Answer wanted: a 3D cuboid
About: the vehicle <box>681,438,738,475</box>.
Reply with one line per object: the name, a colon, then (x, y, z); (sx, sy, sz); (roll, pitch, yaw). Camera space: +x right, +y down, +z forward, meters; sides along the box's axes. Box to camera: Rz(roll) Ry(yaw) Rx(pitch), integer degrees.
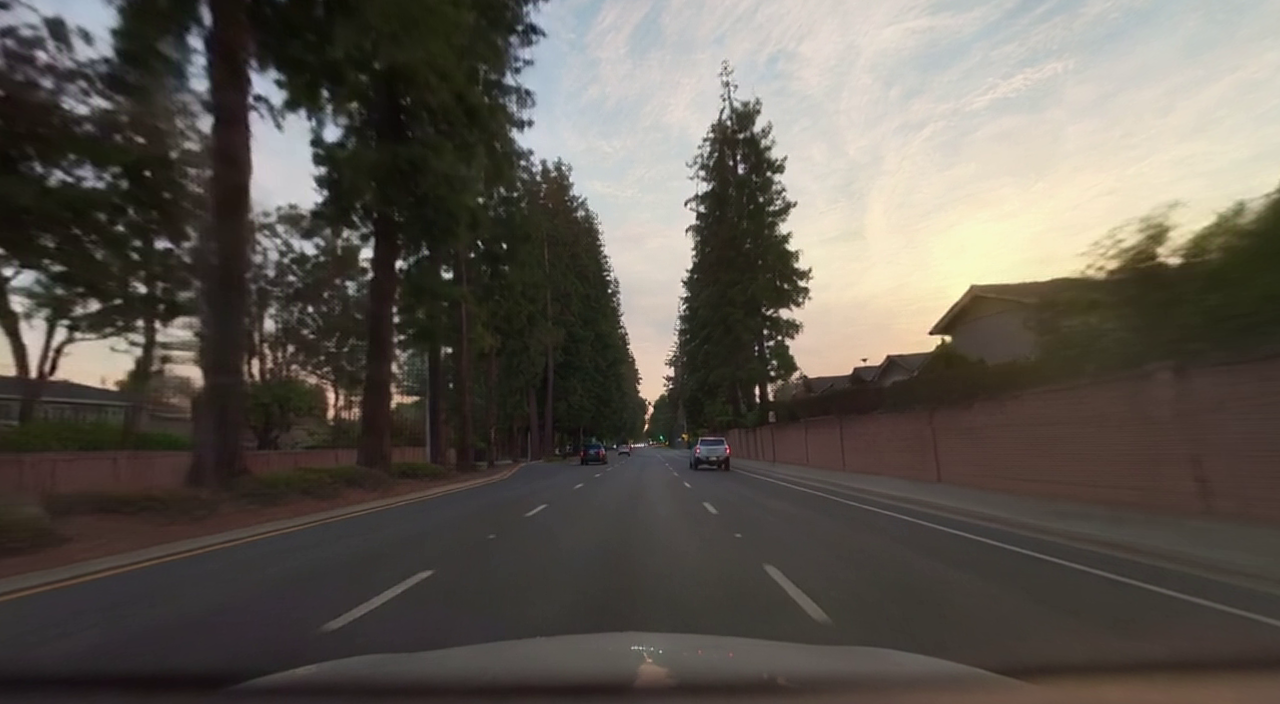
vehicle: (3.319, 5.111, 31.115); (2.321, 1.695, 5.037); (0, -8, 1)
